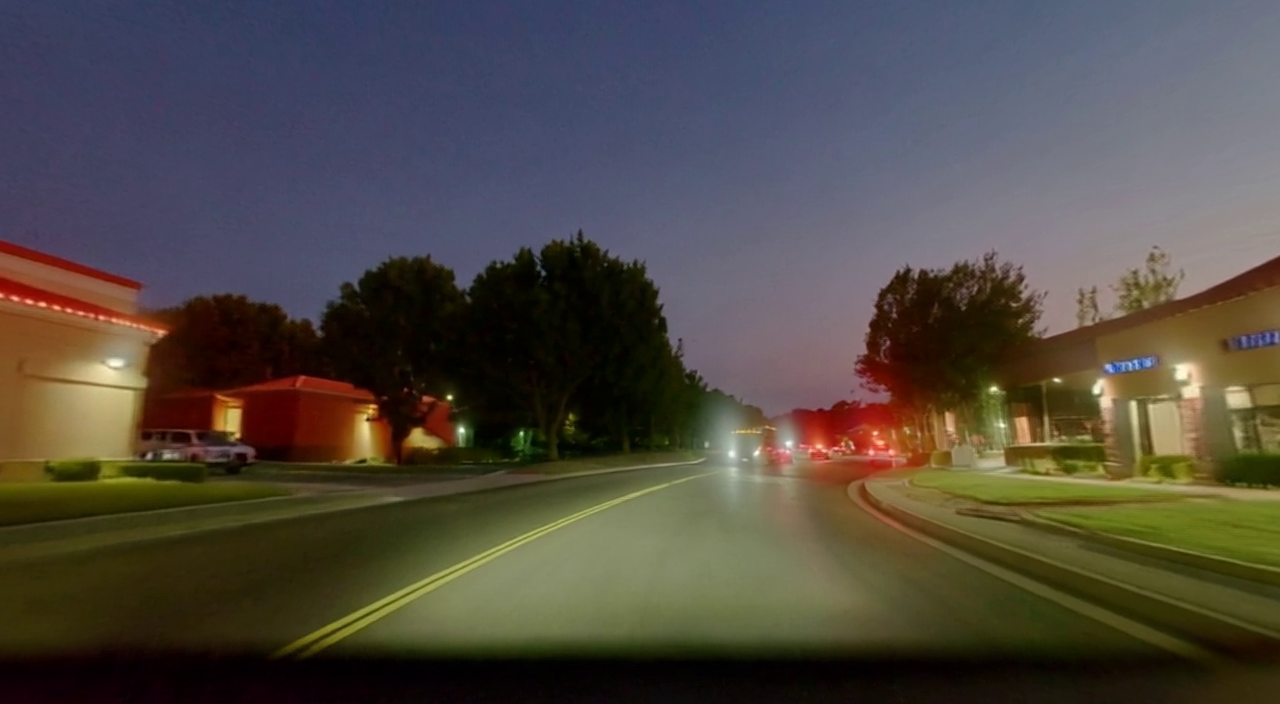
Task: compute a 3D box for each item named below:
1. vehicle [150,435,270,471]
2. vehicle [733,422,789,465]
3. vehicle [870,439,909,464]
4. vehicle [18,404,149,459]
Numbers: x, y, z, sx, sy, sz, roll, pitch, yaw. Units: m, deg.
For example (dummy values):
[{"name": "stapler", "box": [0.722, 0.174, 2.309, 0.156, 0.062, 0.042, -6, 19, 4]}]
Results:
[{"name": "vehicle", "box": [-21.261, 4.989, 31.465, 4.410, 1.689, 1.974, 2, -9, -13]}, {"name": "vehicle", "box": [8.802, 6.559, 45.373, 2.674, 2.815, 6.582, -4, -9, 21]}, {"name": "vehicle", "box": [18.787, 7.475, 47.805, 2.292, 1.767, 5.128, -3, -9, 17]}, {"name": "vehicle", "box": [-28.786, 4.252, 33.033, 2.576, 2.597, 5.438, 1, -9, -12]}]
